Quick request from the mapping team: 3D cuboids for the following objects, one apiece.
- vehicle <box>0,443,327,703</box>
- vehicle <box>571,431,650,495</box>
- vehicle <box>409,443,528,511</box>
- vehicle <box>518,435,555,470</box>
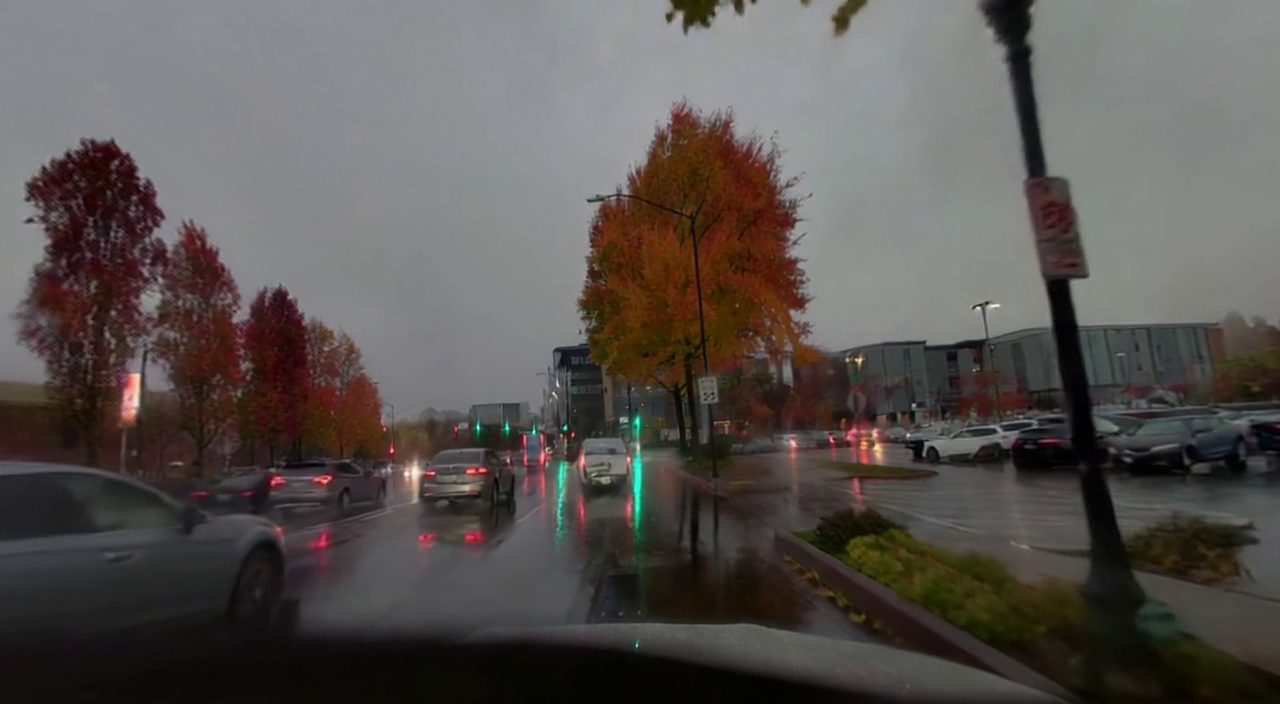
[{"bbox_3d":[-4.180,1.273,3.549,2.090,1.506,5.326,1,-9,0],"label":"vehicle"},{"bbox_3d":[-0.943,3.344,19.248,2.144,1.704,4.028,1,-9,-4],"label":"vehicle"},{"bbox_3d":[-4.383,3.256,16.949,1.974,1.549,4.603,1,-9,-1],"label":"vehicle"},{"bbox_3d":[-6.377,6.210,39.026,2.082,2.018,4.308,2,-9,-8],"label":"vehicle"}]
